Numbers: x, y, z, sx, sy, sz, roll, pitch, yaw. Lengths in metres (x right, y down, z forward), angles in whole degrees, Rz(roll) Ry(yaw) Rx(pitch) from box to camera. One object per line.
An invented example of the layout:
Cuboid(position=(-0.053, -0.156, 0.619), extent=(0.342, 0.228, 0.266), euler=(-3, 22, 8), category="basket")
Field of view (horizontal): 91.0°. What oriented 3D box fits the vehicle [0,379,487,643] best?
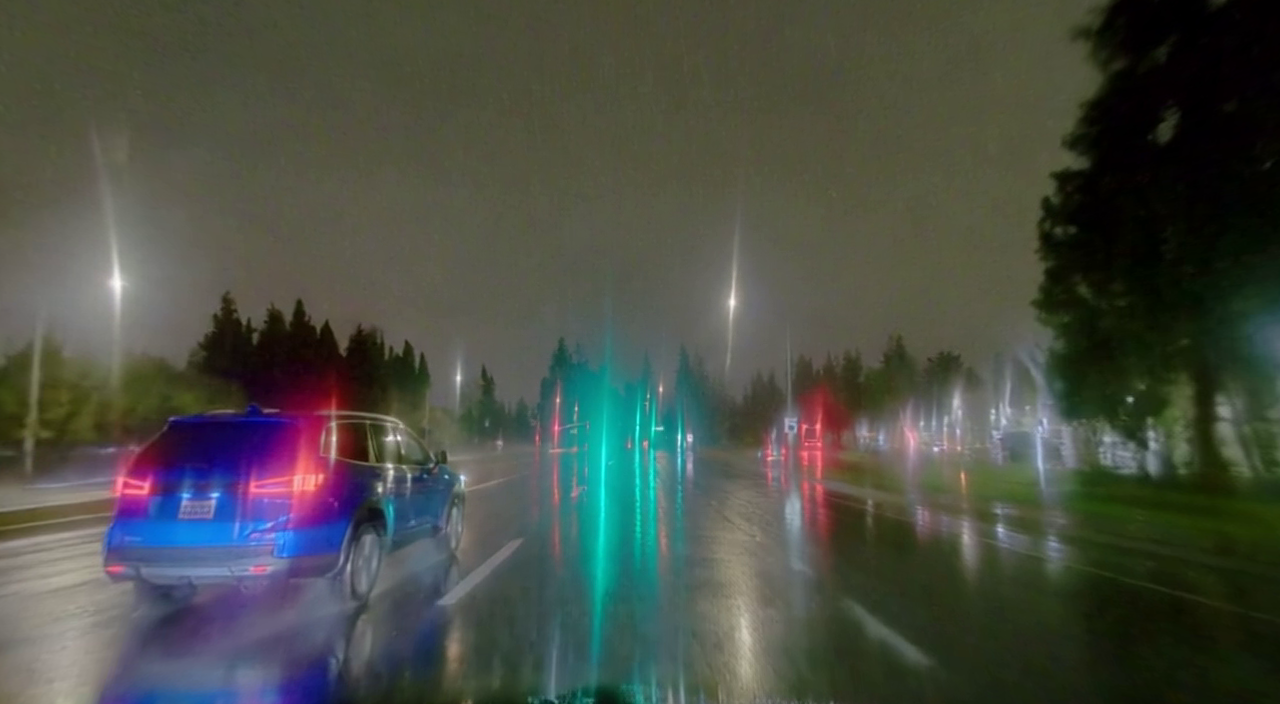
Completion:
Cuboid(position=(-3.162, 1.366, 6.422), extent=(2.033, 1.713, 4.503), euler=(0, -8, 0), category="vehicle")
